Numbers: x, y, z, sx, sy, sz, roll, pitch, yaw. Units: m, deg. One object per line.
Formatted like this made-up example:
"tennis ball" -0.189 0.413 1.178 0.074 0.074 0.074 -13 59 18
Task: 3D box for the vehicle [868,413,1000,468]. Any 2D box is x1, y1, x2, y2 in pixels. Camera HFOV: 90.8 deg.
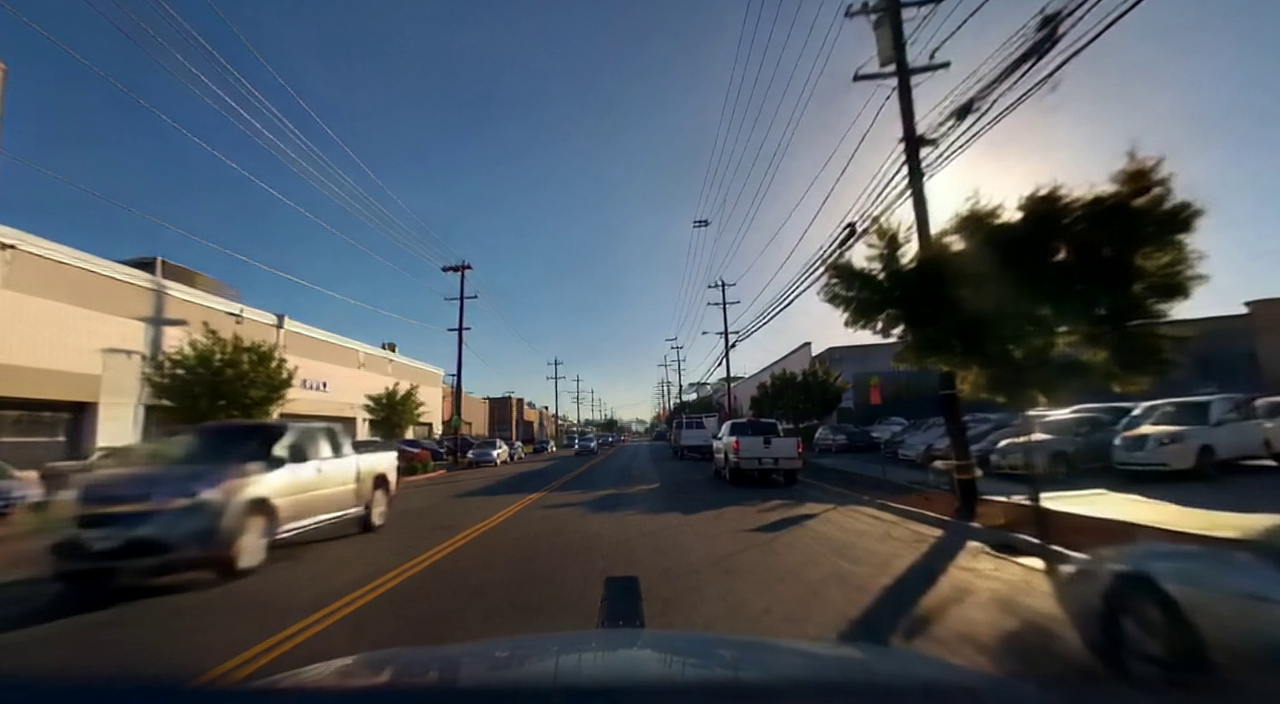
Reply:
"vehicle" 9.109 2.818 20.054 1.851 1.541 4.336 0 -8 -4

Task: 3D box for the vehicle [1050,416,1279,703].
"vehicle" 3.608 0.843 1.566 1.974 1.455 4.776 0 -8 0

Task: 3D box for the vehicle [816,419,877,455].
"vehicle" 10.477 4.401 32.433 2.040 1.722 4.502 -1 -8 6

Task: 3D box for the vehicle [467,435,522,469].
"vehicle" -8.324 5.770 36.549 1.954 1.622 4.761 -5 -8 -1

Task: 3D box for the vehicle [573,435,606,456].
"vehicle" -3.904 7.343 49.521 2.020 1.528 4.258 -1 -8 3

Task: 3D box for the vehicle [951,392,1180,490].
"vehicle" 9.302 2.047 14.495 1.985 1.858 4.831 -1 -8 2

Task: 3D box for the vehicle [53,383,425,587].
"vehicle" -4.900 1.691 8.902 2.254 1.963 4.823 -2 -8 -3

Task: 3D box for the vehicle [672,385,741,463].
"vehicle" 3.455 4.121 35.062 2.874 3.757 8.612 0 -8 0

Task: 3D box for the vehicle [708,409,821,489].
"vehicle" 3.518 2.932 19.300 2.249 2.026 6.211 0 -8 1
